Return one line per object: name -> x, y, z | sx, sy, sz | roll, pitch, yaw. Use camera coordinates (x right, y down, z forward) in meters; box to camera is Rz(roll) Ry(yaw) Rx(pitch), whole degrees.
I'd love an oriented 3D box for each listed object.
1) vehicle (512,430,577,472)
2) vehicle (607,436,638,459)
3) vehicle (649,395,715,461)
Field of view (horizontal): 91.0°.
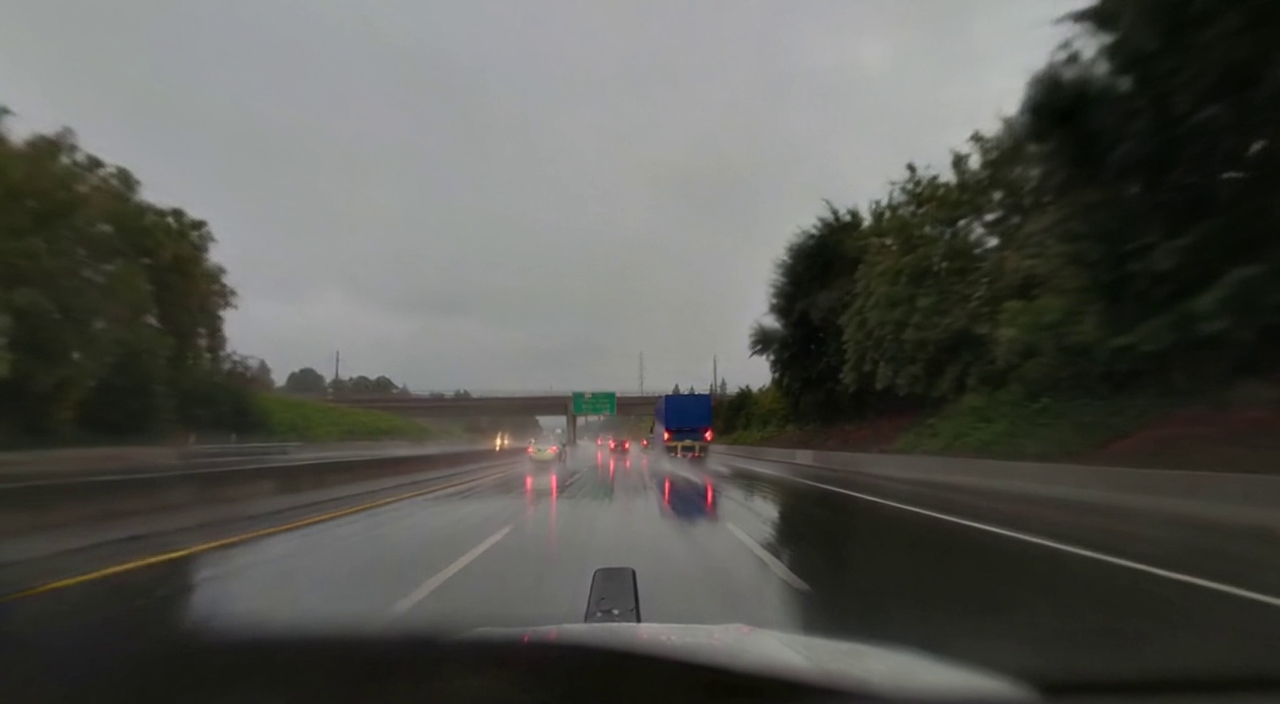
vehicle -> -4.329, 4.558, 29.255 | 2.377, 1.747, 4.703 | 0, -8, -1
vehicle -> -1.243, 6.656, 43.982 | 2.125, 1.542, 3.816 | 0, -8, -2
vehicle -> 2.696, 5.681, 46.048 | 3.301, 4.034, 13.722 | 0, -8, -3
